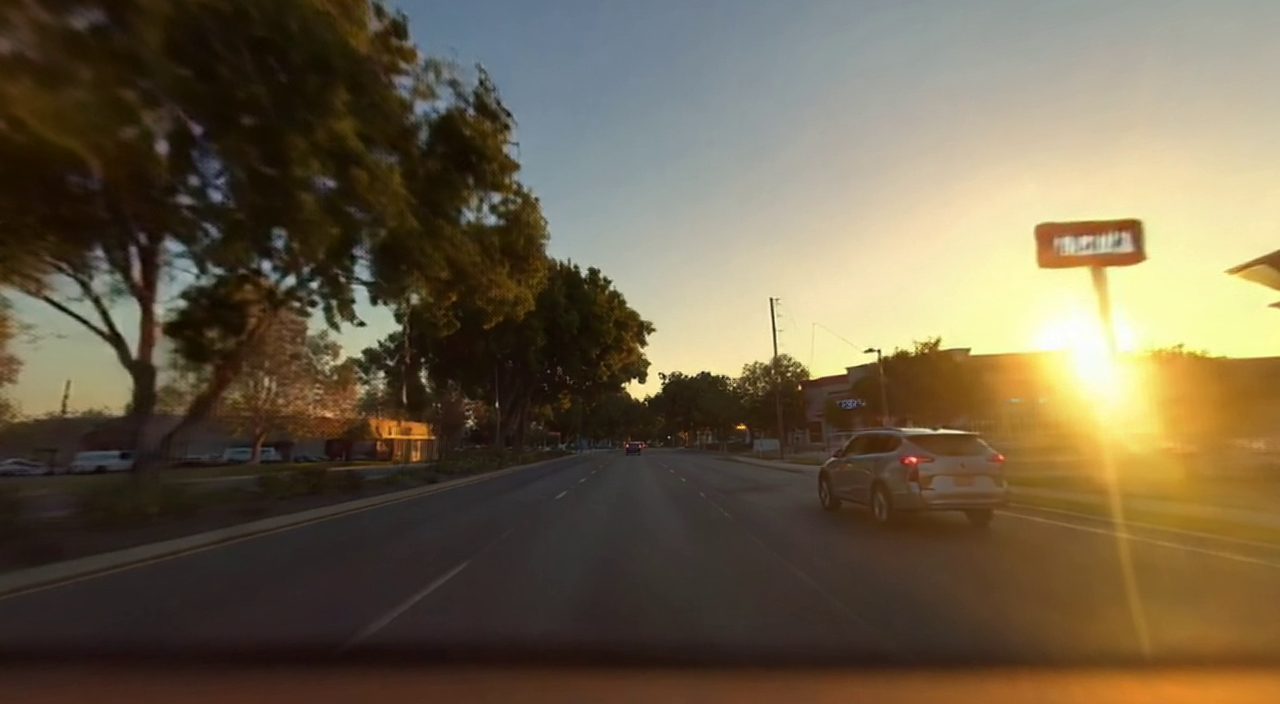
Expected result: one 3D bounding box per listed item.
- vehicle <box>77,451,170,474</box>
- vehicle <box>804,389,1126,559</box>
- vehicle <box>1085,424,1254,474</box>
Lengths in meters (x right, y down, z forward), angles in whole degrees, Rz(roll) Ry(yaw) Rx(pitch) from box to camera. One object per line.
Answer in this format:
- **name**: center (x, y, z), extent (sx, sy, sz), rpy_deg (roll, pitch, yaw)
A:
- **vehicle**: center (-33.094, 7.097, 40.555), extent (4.463, 1.411, 1.779), rpy_deg (0, -8, 2)
- **vehicle**: center (4.462, 1.793, 9.978), extent (2.185, 1.956, 5.128), rpy_deg (0, -8, -2)
- **vehicle**: center (20.511, 3.753, 24.650), extent (1.929, 1.748, 4.717), rpy_deg (8, -11, -43)
